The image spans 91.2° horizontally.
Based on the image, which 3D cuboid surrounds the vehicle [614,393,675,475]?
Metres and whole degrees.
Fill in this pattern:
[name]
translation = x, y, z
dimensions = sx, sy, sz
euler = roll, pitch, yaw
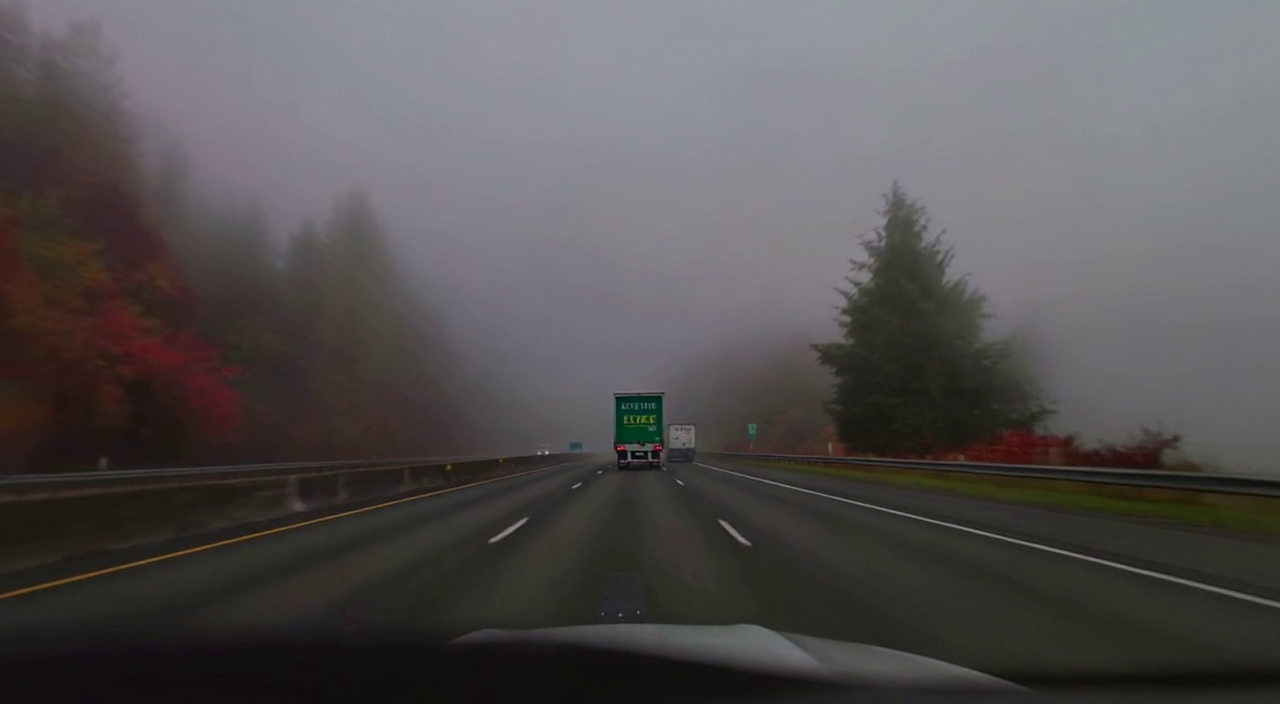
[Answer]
[vehicle]
translation = 0.203, 4.957, 37.006
dimensions = 3.057, 4.073, 10.792
euler = 0, -9, 0
